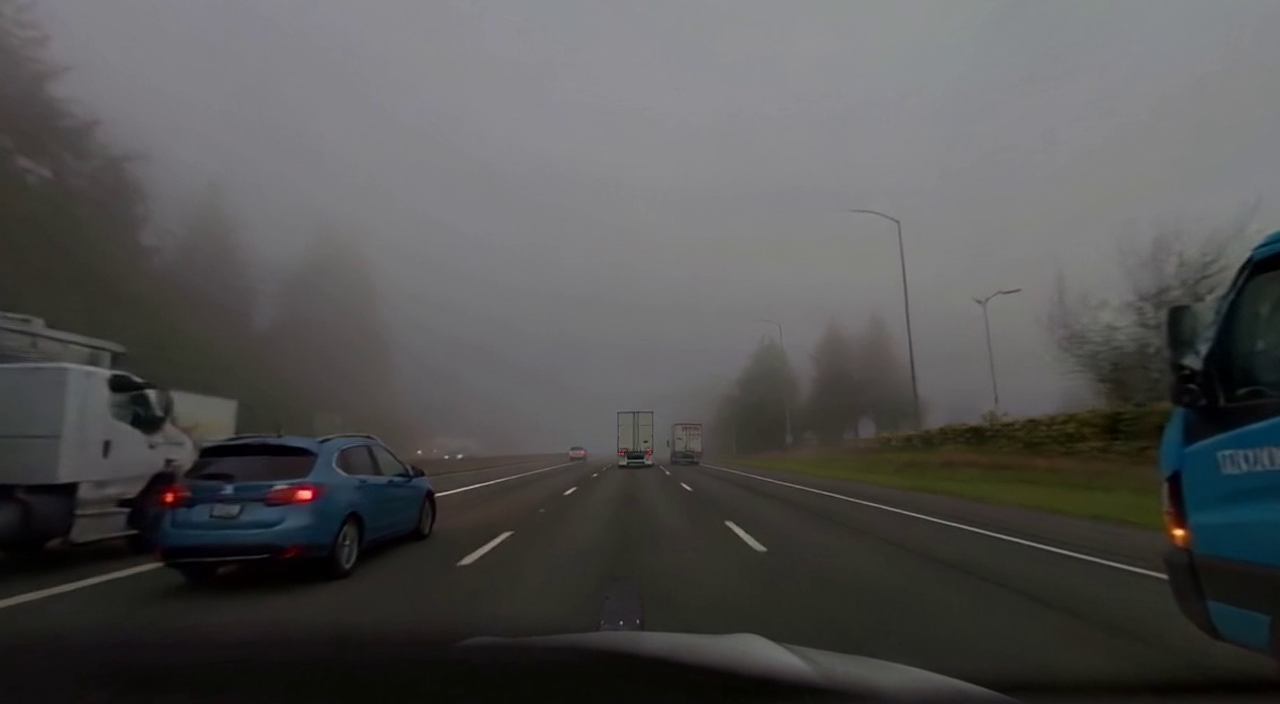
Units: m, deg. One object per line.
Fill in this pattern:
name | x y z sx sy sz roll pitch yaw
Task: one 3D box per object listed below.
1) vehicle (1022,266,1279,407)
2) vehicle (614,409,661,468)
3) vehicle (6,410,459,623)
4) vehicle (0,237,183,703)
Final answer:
vehicle | 25.264 -0.062 30.775 2.982 3.944 15.603 -4 -10 -2
vehicle | -0.190 6.827 49.226 3.201 4.019 10.918 0 -9 0
vehicle | -3.849 1.637 7.271 2.175 1.646 4.525 0 -9 0
vehicle | -3.880 0.502 2.082 2.033 2.234 3.490 0 -9 -1
